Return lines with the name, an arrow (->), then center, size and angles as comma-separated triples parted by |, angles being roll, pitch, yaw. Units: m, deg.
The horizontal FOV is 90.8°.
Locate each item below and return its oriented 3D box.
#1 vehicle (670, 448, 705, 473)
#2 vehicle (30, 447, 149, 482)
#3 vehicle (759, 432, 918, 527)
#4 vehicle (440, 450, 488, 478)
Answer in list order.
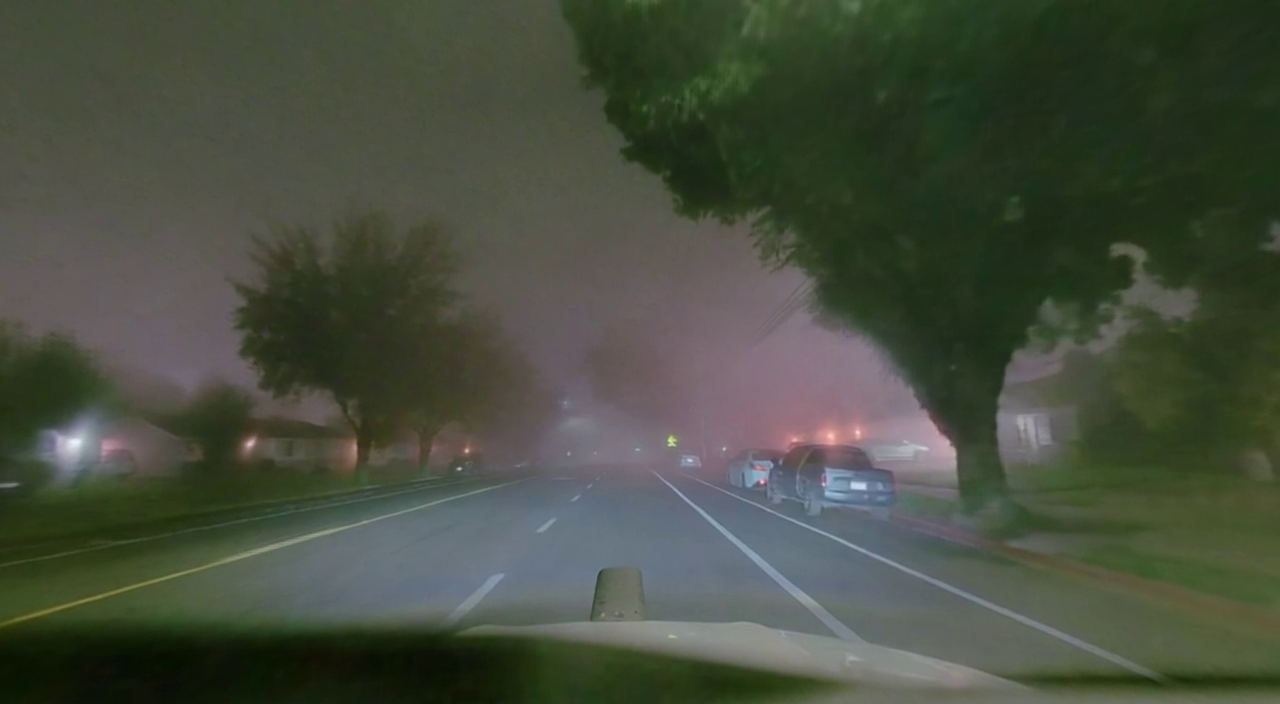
vehicle -> 3.330, 7.696, 45.042 | 2.007, 1.657, 4.362 | 0, -9, -2
vehicle -> -29.259, 5.977, 33.695 | 4.330, 1.760, 2.044 | 0, -9, -1
vehicle -> 4.062, 2.685, 13.844 | 1.915, 1.715, 4.451 | 0, -9, -1
vehicle -> -11.616, 7.411, 42.023 | 2.091, 1.717, 4.392 | 0, -9, -3
